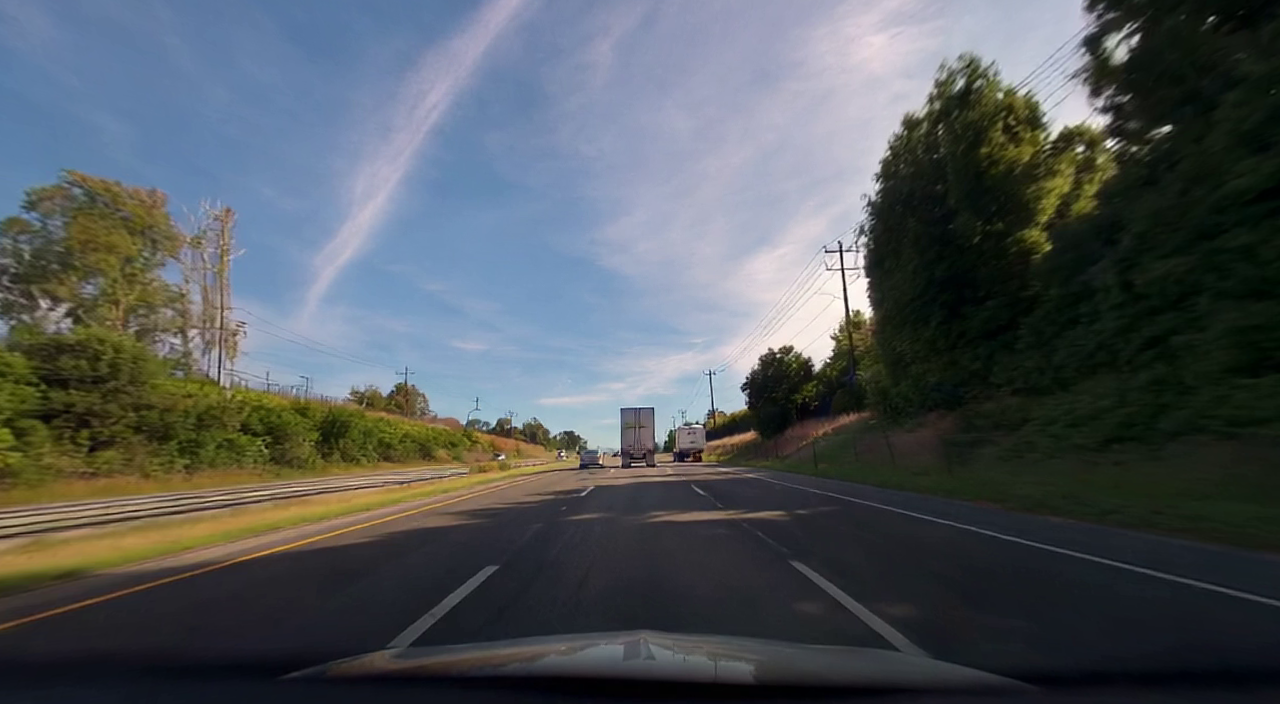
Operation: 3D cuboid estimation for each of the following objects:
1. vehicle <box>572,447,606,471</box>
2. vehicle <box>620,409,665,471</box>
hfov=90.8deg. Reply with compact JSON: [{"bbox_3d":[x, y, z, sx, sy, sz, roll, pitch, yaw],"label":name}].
[{"bbox_3d":[-3.517,7.449,44.052,2.024,1.582,4.032,0,-9,0],"label":"vehicle"},{"bbox_3d":[0.112,6.876,48.357,2.997,4.076,13.224,0,-9,0],"label":"vehicle"}]
